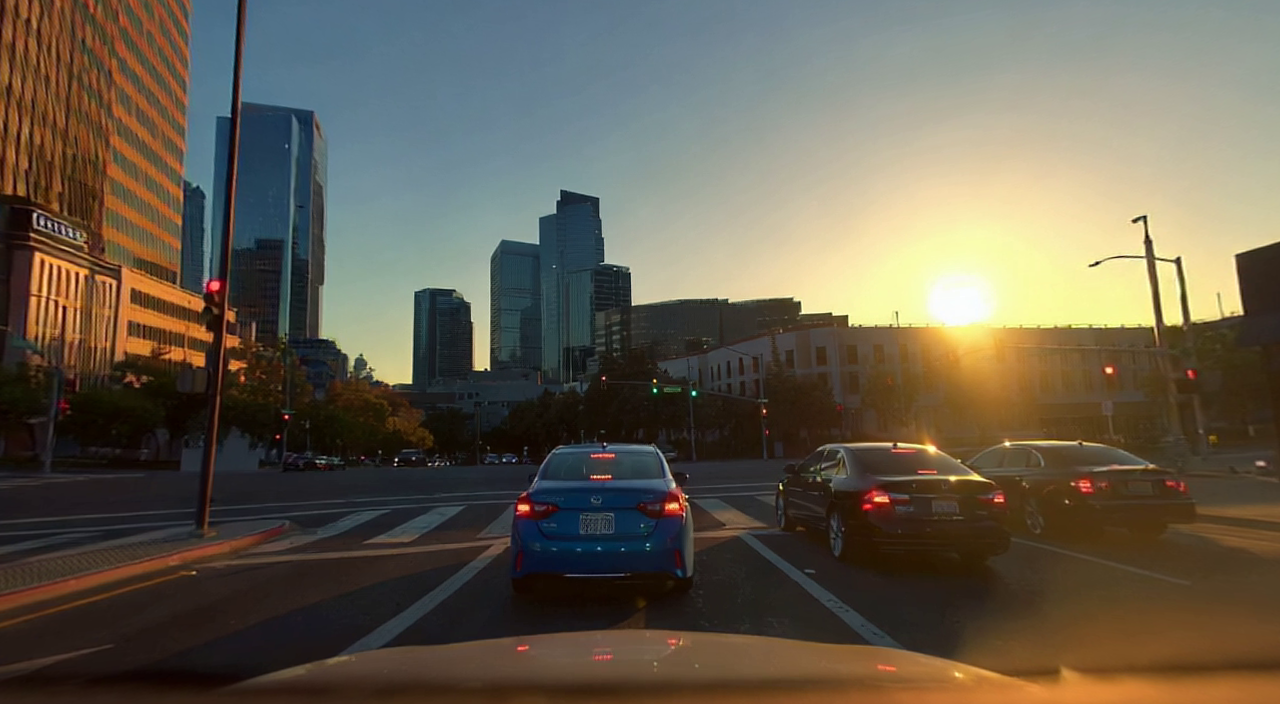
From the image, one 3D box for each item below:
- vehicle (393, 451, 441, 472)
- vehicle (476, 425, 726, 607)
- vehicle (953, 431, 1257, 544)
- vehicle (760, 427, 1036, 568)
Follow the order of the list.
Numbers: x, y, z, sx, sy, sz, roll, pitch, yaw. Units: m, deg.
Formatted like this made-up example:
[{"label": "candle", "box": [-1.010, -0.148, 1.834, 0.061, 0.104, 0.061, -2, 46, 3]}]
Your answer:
[{"label": "vehicle", "box": [-17.141, 8.394, 48.681, 2.048, 1.463, 4.530, 0, -8, -1]}, {"label": "vehicle", "box": [-0.369, 1.653, 7.288, 2.059, 1.477, 3.988, 0, -8, -1]}, {"label": "vehicle", "box": [7.444, 2.165, 10.787, 1.908, 1.517, 4.182, 0, -8, -1]}, {"label": "vehicle", "box": [3.214, 1.888, 8.970, 2.042, 1.508, 4.109, 0, -8, -2]}]
